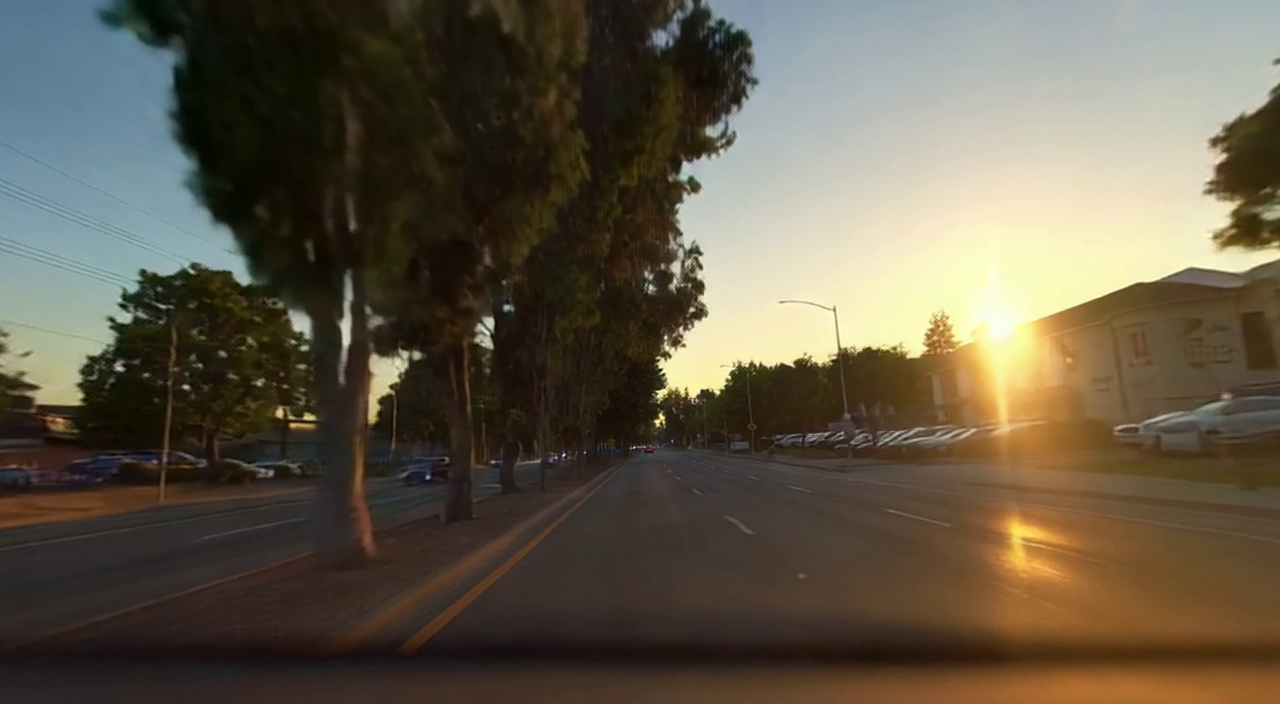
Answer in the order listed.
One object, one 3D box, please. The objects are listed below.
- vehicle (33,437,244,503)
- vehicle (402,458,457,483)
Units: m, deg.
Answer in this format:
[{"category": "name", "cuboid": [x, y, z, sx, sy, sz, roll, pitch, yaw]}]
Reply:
[{"category": "vehicle", "cuboid": [-36.056, 8.687, 47.133, 2.908, 3.933, 16.577, -1, -10, -2]}, {"category": "vehicle", "cuboid": [-13.392, 7.533, 40.356, 1.858, 1.454, 4.524, -1, -9, 2]}]
